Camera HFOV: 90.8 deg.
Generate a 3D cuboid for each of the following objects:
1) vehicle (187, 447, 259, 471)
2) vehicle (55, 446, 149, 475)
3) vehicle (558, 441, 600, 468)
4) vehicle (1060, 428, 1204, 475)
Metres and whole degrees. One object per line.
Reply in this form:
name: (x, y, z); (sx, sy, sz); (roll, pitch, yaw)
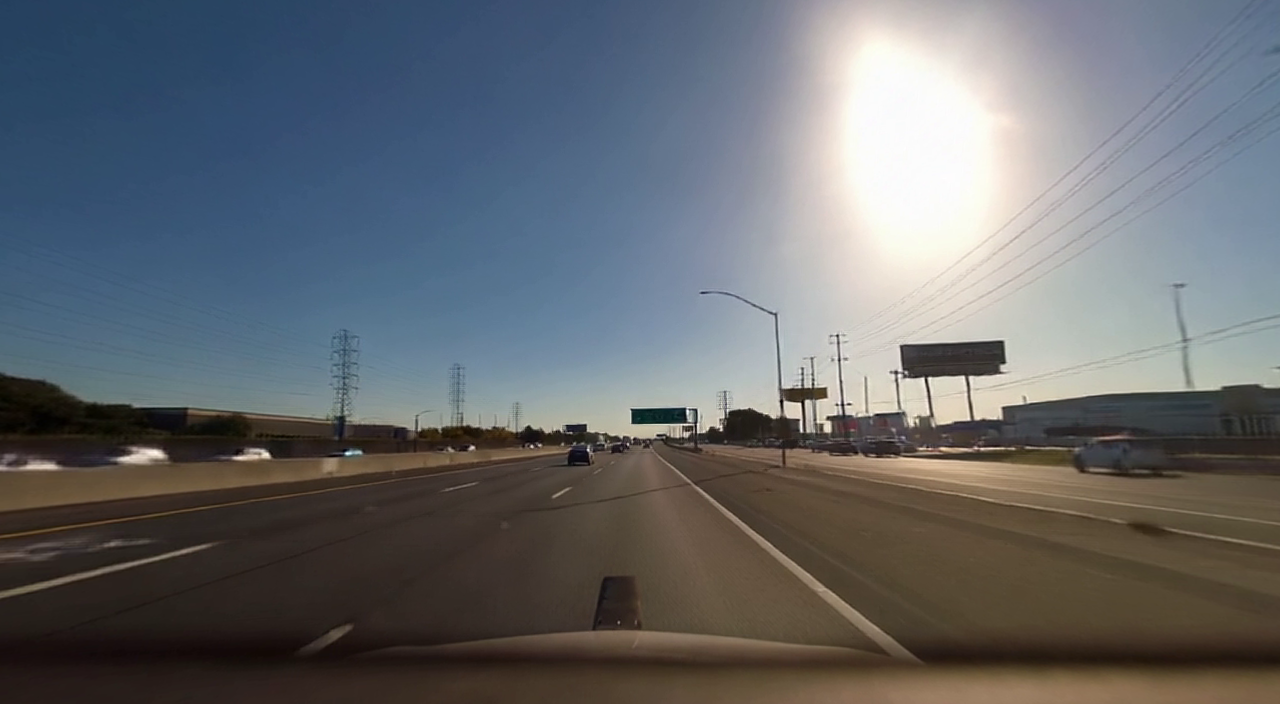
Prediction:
vehicle: (-28.660, 7.366, 43.604); (1.860, 1.512, 4.369); (0, -9, 1)
vehicle: (-33.046, 6.636, 39.015); (1.880, 1.650, 4.437); (0, -8, 0)
vehicle: (-3.583, 6.127, 37.995); (1.940, 1.479, 4.545); (0, -8, 1)
vehicle: (18.944, 3.853, 24.668); (1.842, 1.639, 4.554); (0, -8, -2)
